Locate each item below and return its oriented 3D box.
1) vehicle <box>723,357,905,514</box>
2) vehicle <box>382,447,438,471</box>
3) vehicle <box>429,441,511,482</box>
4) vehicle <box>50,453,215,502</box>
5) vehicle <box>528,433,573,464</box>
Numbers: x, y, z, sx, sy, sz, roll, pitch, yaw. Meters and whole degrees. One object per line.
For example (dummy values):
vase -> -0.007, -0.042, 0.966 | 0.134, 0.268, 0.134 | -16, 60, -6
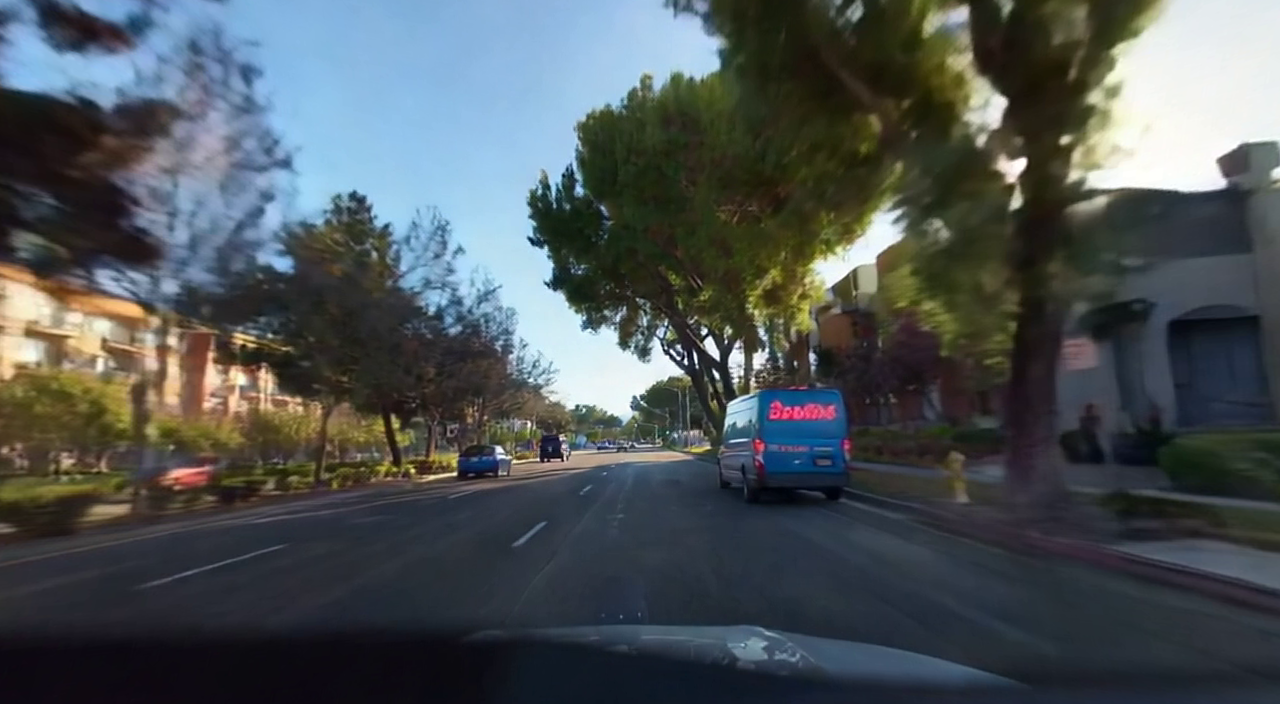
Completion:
vehicle -> 3.657, 1.956, 14.612 | 2.791, 3.026, 4.668 | 0, -9, 0
vehicle -> -14.931, 6.960, 41.271 | 1.842, 1.472, 4.639 | 0, -9, 1
vehicle -> -6.594, 4.311, 25.109 | 1.970, 1.456, 4.441 | 0, -9, 1
vehicle -> -18.003, 4.443, 22.797 | 1.974, 1.525, 4.738 | 0, -9, 0
vehicle -> -6.291, 6.898, 45.256 | 2.332, 2.039, 5.678 | 0, -9, 1
